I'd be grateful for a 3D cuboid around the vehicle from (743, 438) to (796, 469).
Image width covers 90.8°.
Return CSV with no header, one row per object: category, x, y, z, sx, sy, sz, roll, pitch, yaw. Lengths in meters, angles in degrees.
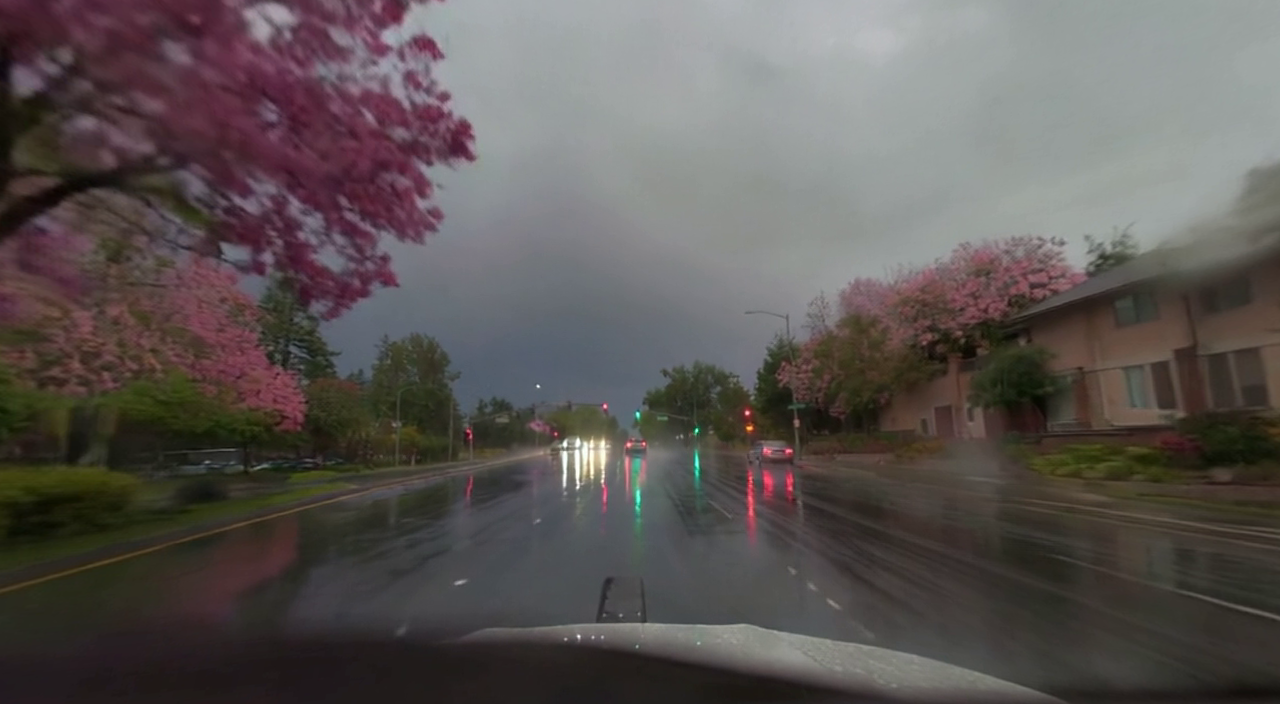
vehicle,7.124,5.616,35.095,1.933,1.580,4.162,0,-9,-2
